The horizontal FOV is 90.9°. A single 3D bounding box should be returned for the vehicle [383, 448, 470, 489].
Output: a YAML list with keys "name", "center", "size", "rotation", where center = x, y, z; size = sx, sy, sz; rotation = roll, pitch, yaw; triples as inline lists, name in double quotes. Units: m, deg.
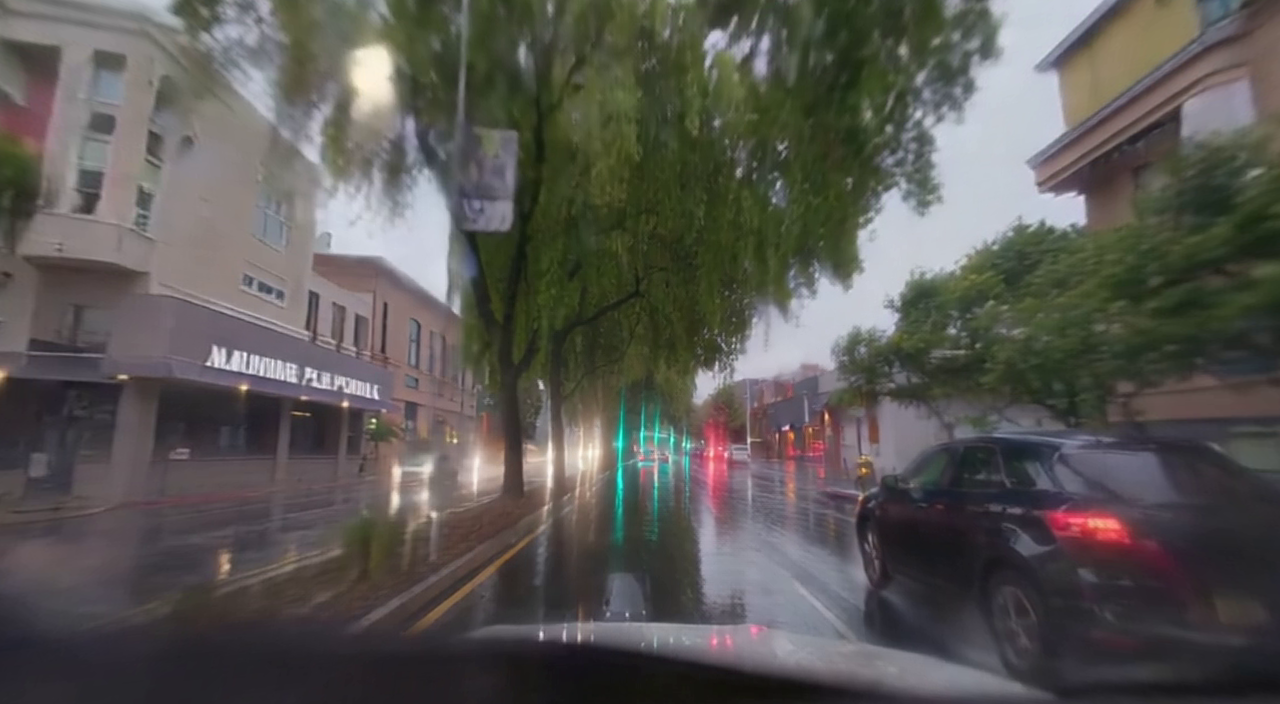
- name: "vehicle"
  center: [-8.383, 4.578, 25.182]
  size: [1.922, 1.464, 4.201]
  rotation: [0, -9, 1]

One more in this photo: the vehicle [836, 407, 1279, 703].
- name: "vehicle"
  center: [3.124, 1.286, 4.703]
  size: [1.989, 1.498, 4.050]
  rotation: [0, -8, 0]

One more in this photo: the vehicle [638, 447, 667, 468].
- name: "vehicle"
  center: [0.830, 7.395, 44.258]
  size: [1.945, 1.343, 3.827]
  rotation: [0, -8, 0]
